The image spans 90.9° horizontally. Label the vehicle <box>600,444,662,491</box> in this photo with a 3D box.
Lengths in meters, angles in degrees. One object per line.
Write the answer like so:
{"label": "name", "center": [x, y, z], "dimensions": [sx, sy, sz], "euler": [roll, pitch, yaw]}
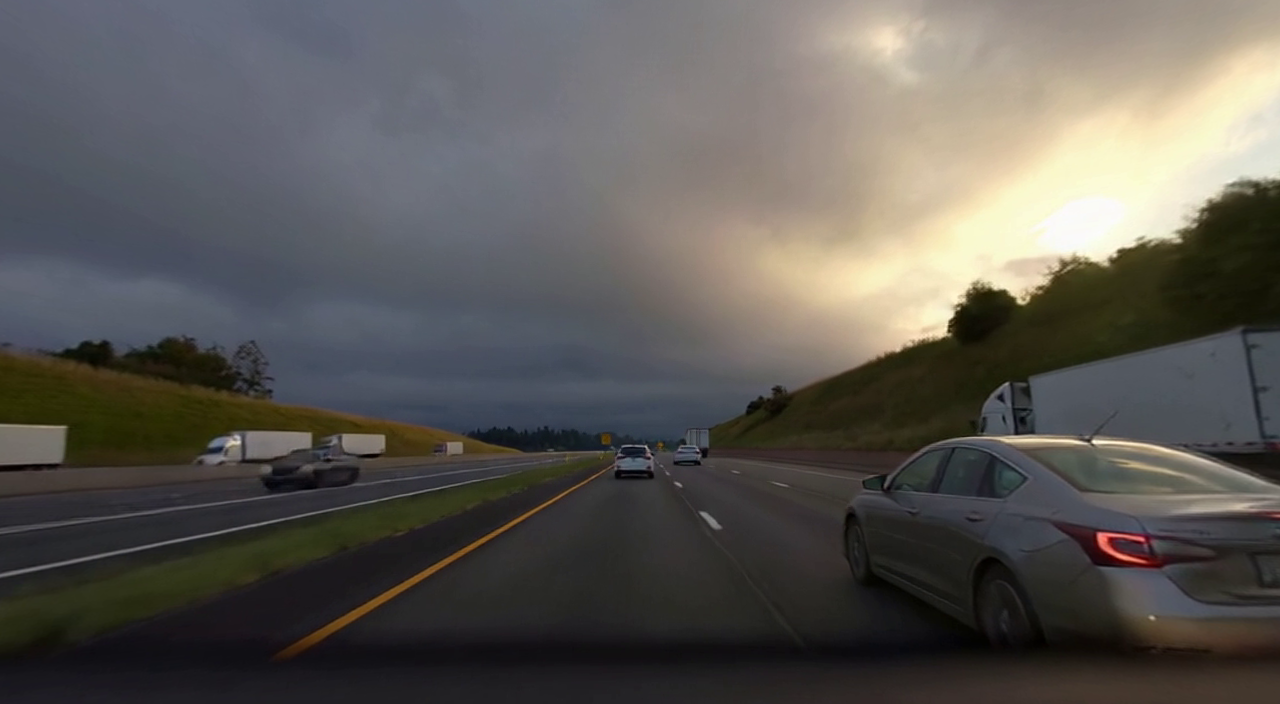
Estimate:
{"label": "vehicle", "center": [-0.292, 3.992, 22.053], "dimensions": [1.970, 1.441, 3.846], "euler": [0, -9, 0]}

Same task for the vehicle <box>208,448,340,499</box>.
{"label": "vehicle", "center": [-11.852, 3.929, 20.791], "dimensions": [1.808, 1.491, 4.167], "euler": [0, -9, 0]}

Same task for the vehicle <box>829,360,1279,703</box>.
{"label": "vehicle", "center": [2.913, 1.106, 3.885], "dimensions": [1.997, 1.534, 4.664], "euler": [0, -9, -1]}

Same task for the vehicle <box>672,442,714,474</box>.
{"label": "vehicle", "center": [3.029, 6.154, 36.824], "dimensions": [2.048, 1.704, 4.284], "euler": [0, -9, 0]}
